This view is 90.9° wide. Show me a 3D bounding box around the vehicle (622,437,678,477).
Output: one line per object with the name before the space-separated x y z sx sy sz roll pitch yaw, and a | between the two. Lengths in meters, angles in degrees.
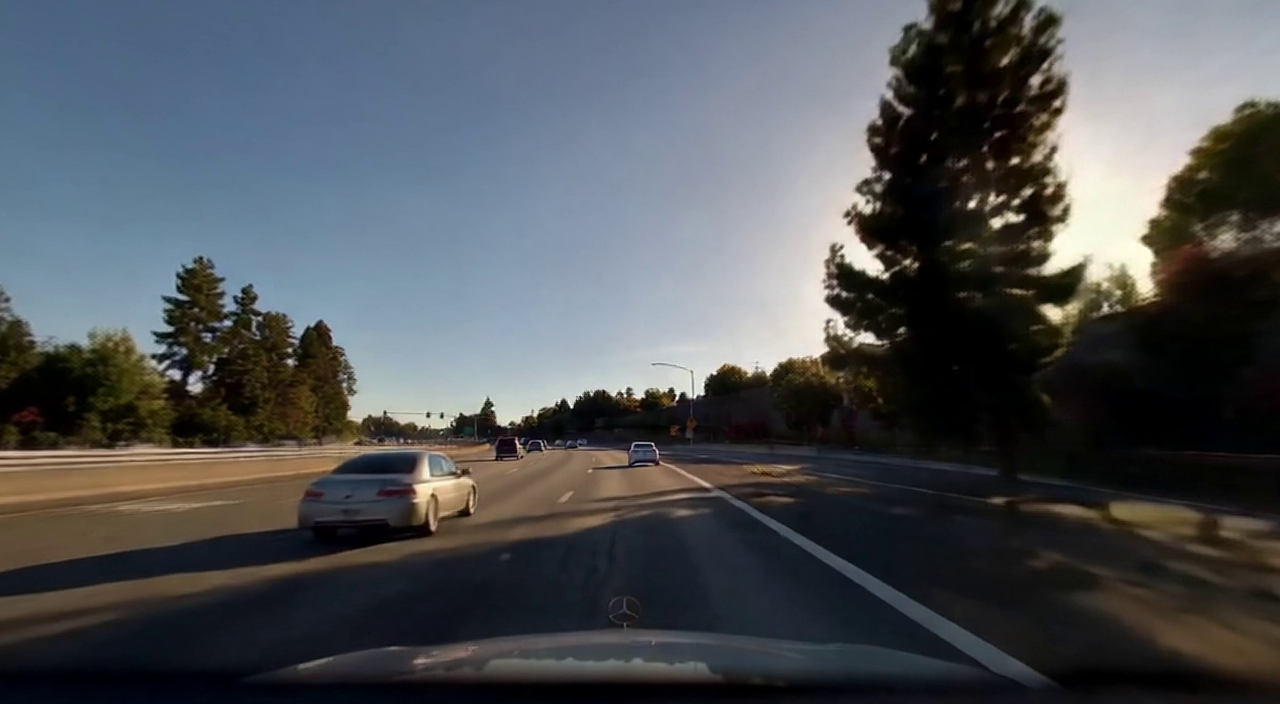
vehicle | 0.311 4.139 25.052 2.051 1.444 3.927 0 -9 -2

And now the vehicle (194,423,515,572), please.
vehicle | -3.463 1.888 9.087 2.246 1.519 4.980 0 -9 1
